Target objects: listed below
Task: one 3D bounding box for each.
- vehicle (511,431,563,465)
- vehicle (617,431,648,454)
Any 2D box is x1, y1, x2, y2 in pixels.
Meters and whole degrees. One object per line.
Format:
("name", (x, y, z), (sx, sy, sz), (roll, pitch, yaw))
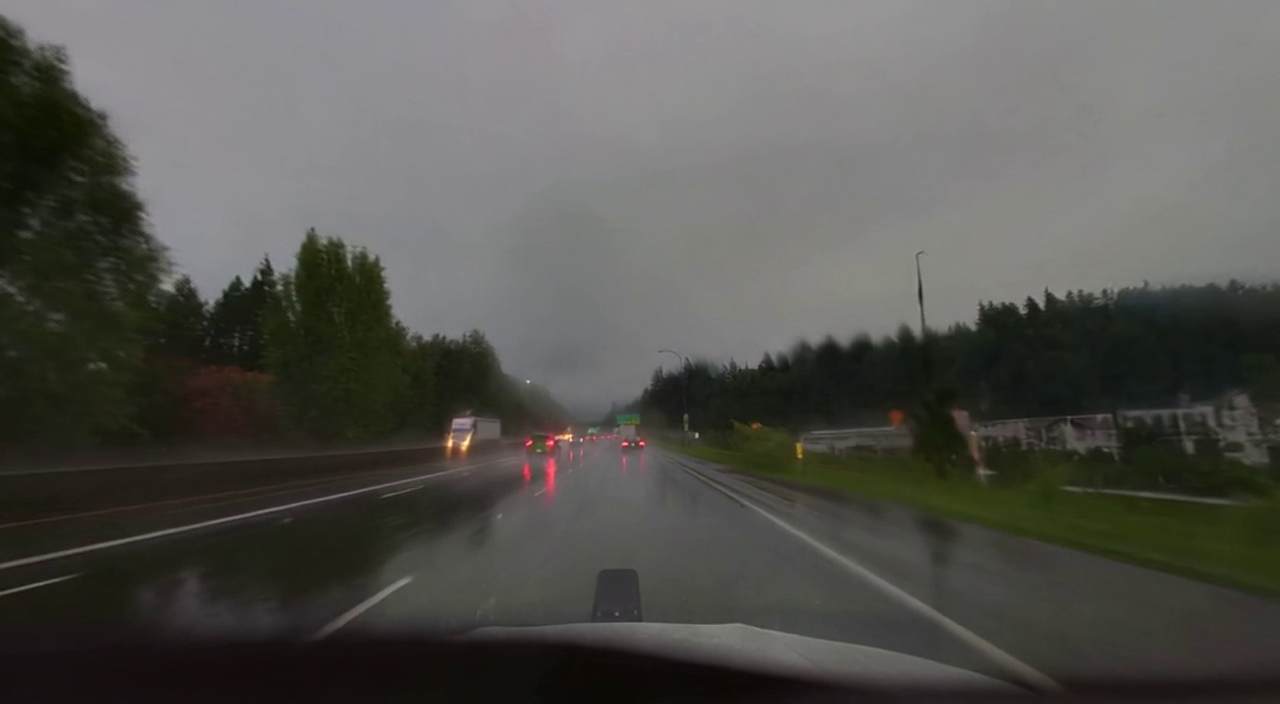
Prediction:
("vehicle", (-4.853, 4.574, 30.128), (1.959, 1.514, 3.668), (0, -8, -1))
("vehicle", (-0.566, 6.672, 46.488), (2.139, 1.561, 4.060), (0, -8, -1))
